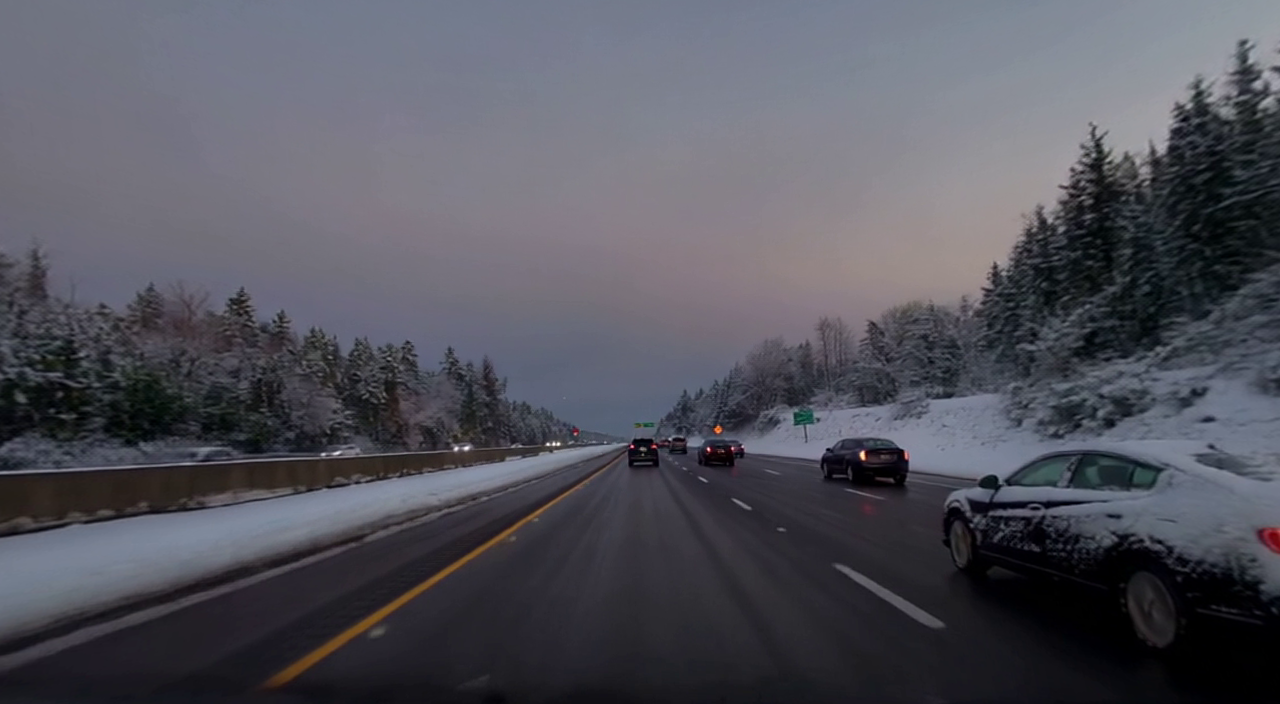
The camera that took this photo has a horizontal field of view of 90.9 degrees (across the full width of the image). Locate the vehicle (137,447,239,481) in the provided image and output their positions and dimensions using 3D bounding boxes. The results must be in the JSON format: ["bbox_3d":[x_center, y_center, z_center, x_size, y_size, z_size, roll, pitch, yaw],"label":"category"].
[{"bbox_3d":[-23.509,5.808,33.047,1.910,1.615,4.586,0,-8,0],"label":"vehicle"}]

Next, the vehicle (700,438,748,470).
[{"bbox_3d":[4.180,5.130,31.917,1.825,1.487,4.034,0,-8,-1],"label":"vehicle"}]

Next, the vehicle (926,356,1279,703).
[{"bbox_3d":[3.722,1.005,3.728,2.003,1.661,4.418,-1,-8,1],"label":"vehicle"}]

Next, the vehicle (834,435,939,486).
[{"bbox_3d":[8.084,3.584,21.137,1.810,1.516,4.183,0,-8,0],"label":"vehicle"}]

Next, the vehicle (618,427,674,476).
[{"bbox_3d":[0.207,4.197,26.787,2.189,1.852,4.038,0,-8,0],"label":"vehicle"}]
